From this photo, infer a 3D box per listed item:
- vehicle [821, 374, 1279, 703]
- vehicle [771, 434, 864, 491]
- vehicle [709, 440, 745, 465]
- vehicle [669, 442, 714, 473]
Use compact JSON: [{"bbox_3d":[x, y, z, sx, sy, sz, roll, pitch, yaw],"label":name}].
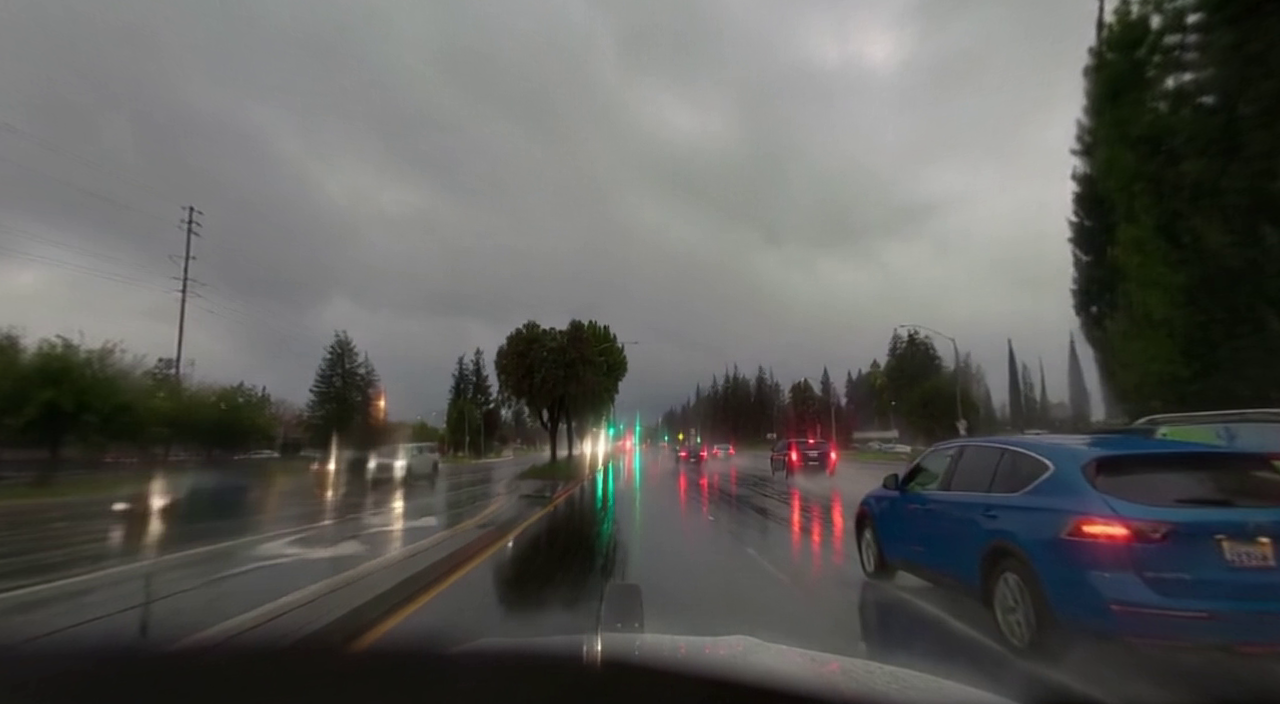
[{"bbox_3d":[3.118,1.216,4.718,1.932,1.547,4.992,0,-8,-1],"label":"vehicle"},{"bbox_3d":[5.818,3.652,21.173,2.075,1.698,4.142,0,-8,3],"label":"vehicle"},{"bbox_3d":[6.377,7.414,46.635,1.919,1.774,4.720,0,-8,-1],"label":"vehicle"},{"bbox_3d":[2.691,5.588,33.567,1.980,1.484,4.093,0,-8,-1],"label":"vehicle"}]
